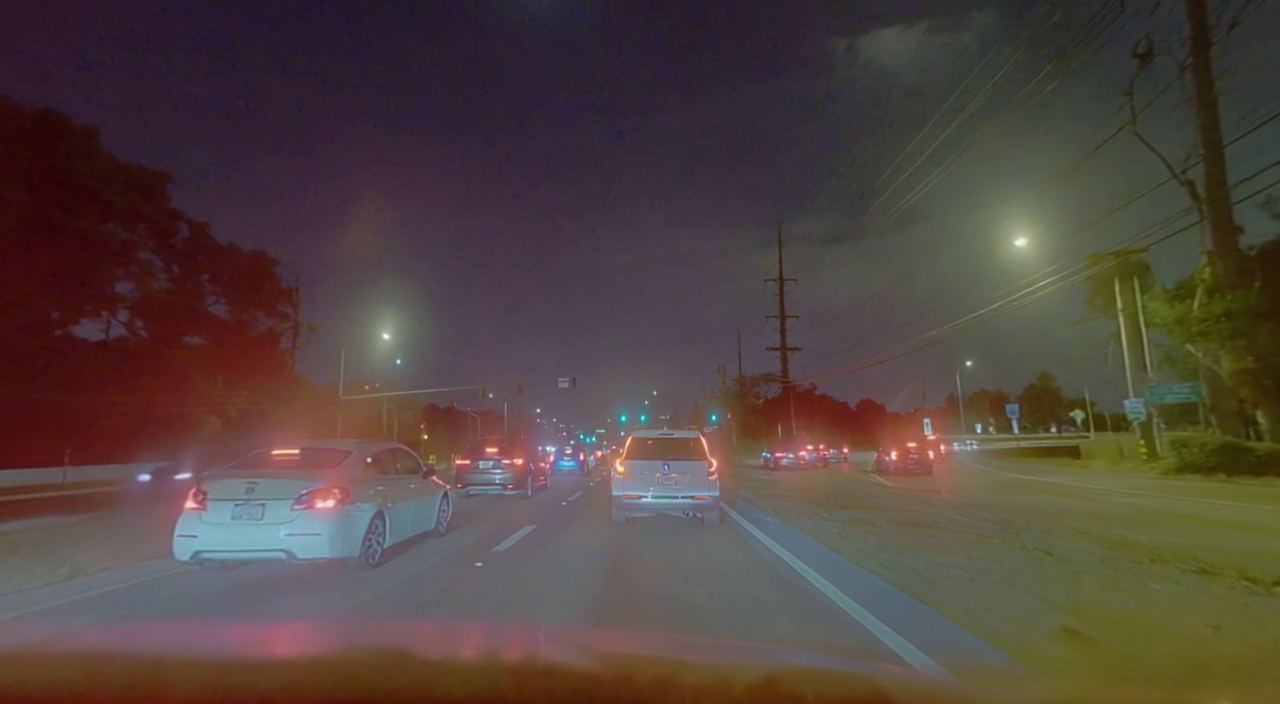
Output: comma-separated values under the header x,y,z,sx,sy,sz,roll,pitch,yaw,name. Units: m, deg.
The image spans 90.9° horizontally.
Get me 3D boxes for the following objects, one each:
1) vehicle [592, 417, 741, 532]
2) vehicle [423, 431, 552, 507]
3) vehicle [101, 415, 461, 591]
x,y,z,sx,sy,sz,roll,pitch,yaw,name
0.455,2.126,11.396,2.205,1.691,3.937,0,-9,2,vehicle
-3.651,2.902,16.068,2.018,1.621,4.441,-1,-9,2,vehicle
-3.815,1.665,7.739,1.999,1.563,4.007,0,-9,1,vehicle
